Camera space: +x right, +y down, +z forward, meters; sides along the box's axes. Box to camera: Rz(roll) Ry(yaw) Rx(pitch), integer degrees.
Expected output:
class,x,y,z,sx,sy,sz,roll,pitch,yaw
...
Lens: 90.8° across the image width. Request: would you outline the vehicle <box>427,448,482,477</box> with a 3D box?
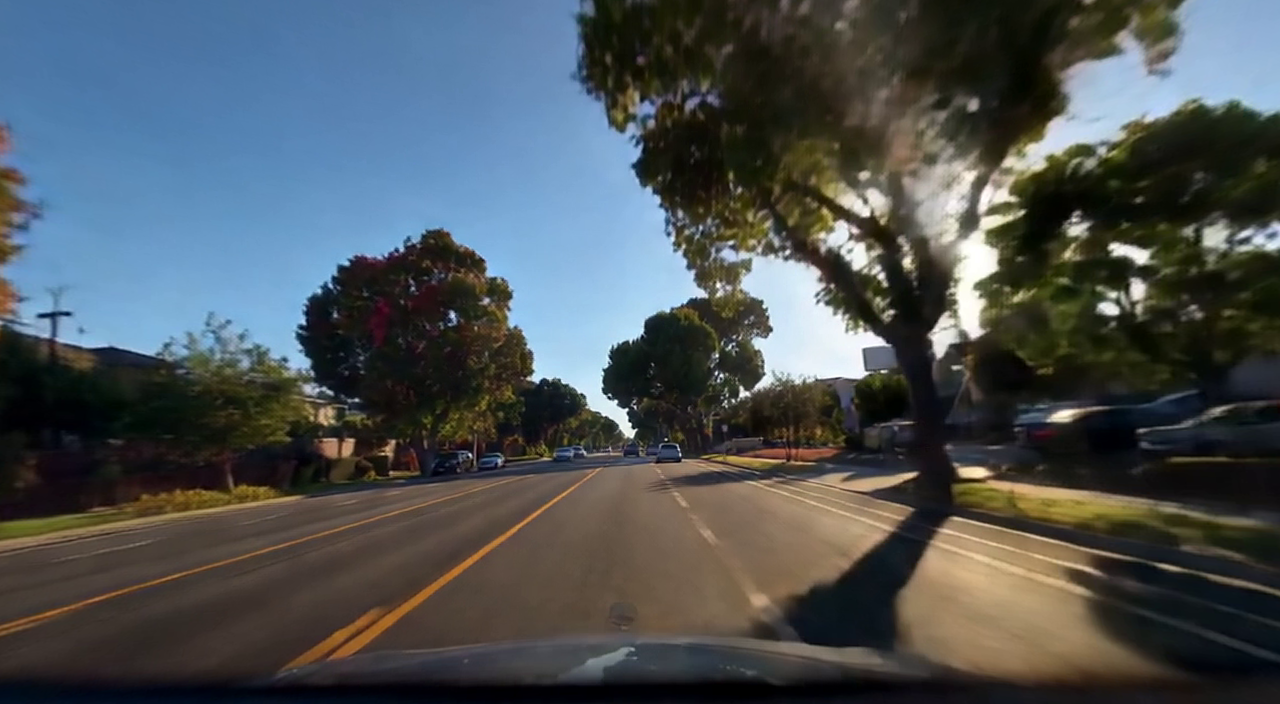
class,x,y,z,sx,sy,sz,roll,pitch,yaw
vehicle,-12.456,7.471,42.837,2.094,1.797,5.655,0,-9,0
